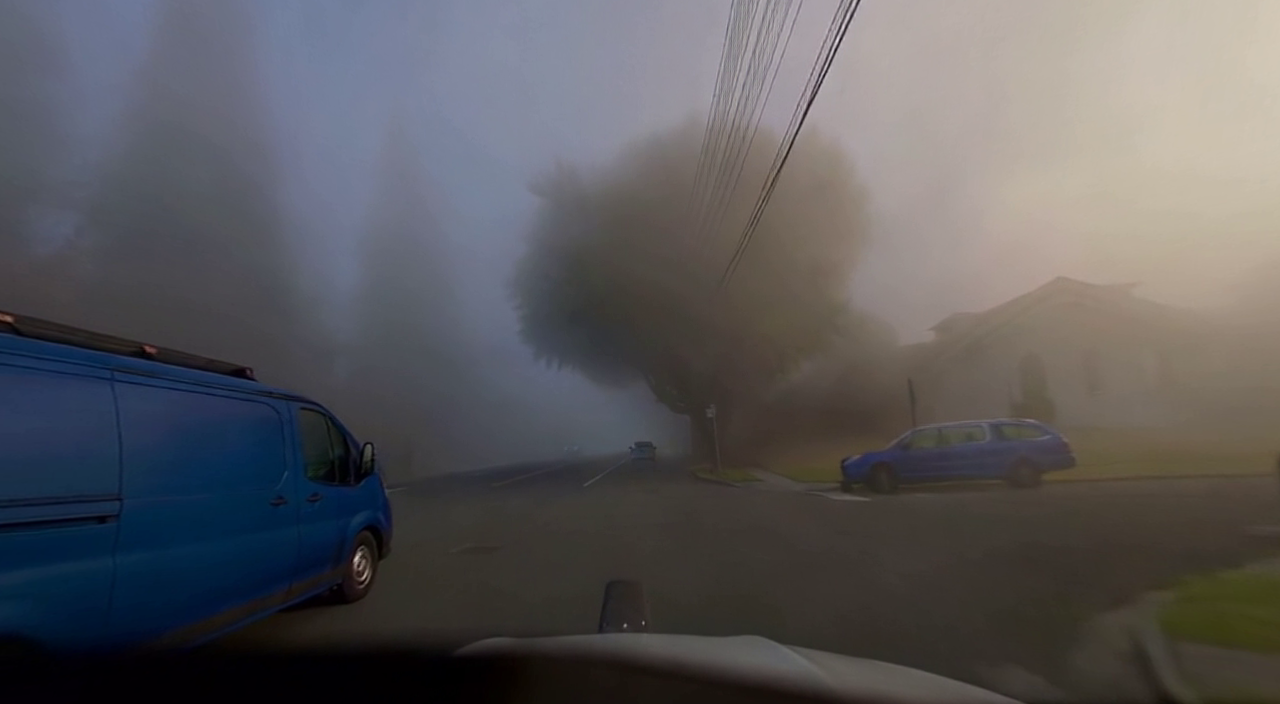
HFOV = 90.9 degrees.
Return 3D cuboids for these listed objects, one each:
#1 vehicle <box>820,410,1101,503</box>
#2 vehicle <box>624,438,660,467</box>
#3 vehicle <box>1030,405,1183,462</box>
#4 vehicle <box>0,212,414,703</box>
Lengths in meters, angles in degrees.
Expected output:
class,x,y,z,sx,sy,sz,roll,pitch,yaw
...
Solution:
class,x,y,z,sx,sy,sz,roll,pitch,yaw
vehicle,6.653,2.282,13.926,5.012,1.711,2.457,-4,-7,15
vehicle,0.151,6.302,39.614,2.120,1.718,3.909,0,-8,1
vehicle,16.065,2.884,22.022,1.992,1.798,4.083,0,-8,-4
vehicle,-3.419,0.730,3.157,2.336,2.152,5.866,0,-8,0
